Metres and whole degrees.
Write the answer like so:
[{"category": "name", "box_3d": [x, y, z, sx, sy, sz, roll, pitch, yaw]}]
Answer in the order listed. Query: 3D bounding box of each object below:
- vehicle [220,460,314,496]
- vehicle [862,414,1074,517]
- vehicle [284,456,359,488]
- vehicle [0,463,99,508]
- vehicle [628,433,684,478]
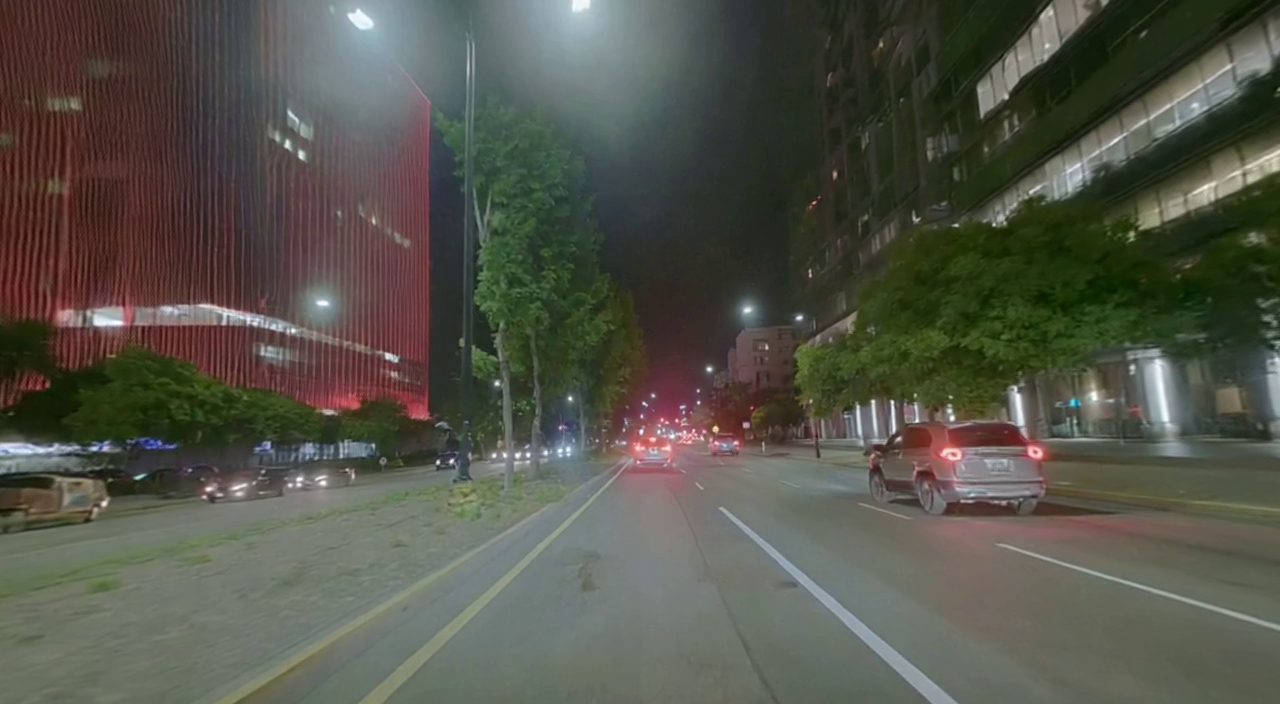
[{"category": "vehicle", "box_3d": [-18.377, 6.192, 31.345, 1.817, 1.540, 4.548, 0, -8, 1]}, {"category": "vehicle", "box_3d": [6.571, 2.331, 13.427, 1.963, 1.783, 4.722, 0, -8, 0]}, {"category": "vehicle", "box_3d": [-18.219, 6.862, 36.337, 1.866, 1.659, 4.597, 0, -8, 0]}, {"category": "vehicle", "box_3d": [-26.458, 5.635, 26.676, 5.126, 1.727, 2.022, 8, -11, -43]}, {"category": "vehicle", "box_3d": [0.619, 4.234, 26.001, 2.125, 1.669, 3.880, 0, -8, 0]}]
